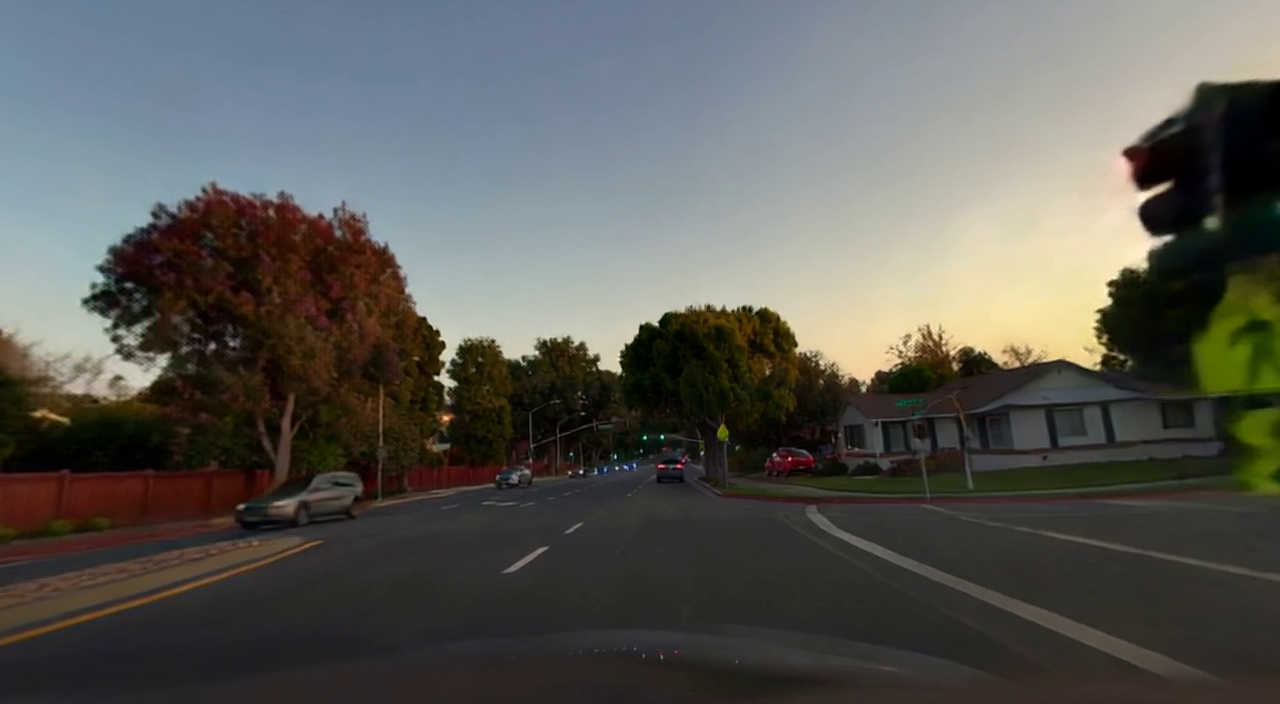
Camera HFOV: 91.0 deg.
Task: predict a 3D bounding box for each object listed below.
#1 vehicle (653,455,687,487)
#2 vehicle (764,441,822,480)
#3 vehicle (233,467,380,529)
[{"bbox_3d":[1.972,7.621,40.421,2.059,1.908,4.714,0,-10,4],"label":"vehicle"},{"bbox_3d":[9.959,7.184,41.550,2.531,2.263,6.802,0,-10,4],"label":"vehicle"},{"bbox_3d":[-10.760,4.715,20.810,2.014,1.734,4.482,0,-10,6],"label":"vehicle"}]
